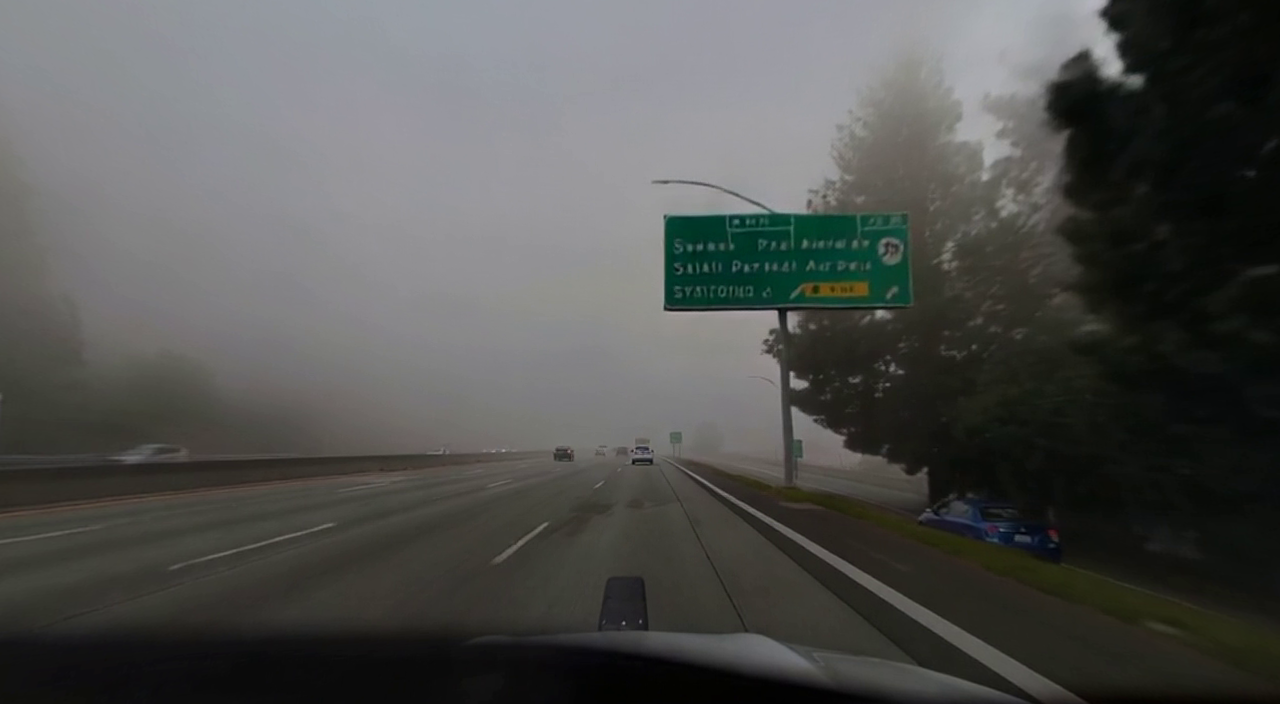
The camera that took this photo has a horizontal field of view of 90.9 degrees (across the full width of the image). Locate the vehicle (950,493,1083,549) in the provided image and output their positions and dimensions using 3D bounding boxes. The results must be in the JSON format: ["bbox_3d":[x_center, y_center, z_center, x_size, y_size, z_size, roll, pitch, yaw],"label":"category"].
[{"bbox_3d":[18.379,8.264,31.300,2.599,1.962,5.759,1,-8,-6],"label":"vehicle"}]

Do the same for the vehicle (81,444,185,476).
[{"bbox_3d":[-26.692,5.654,33.398,1.907,1.561,4.287,0,-8,1],"label":"vehicle"}]

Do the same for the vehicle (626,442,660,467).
[{"bbox_3d":[0.211,6.401,39.565,2.051,1.443,3.770,0,-8,1],"label":"vehicle"}]
